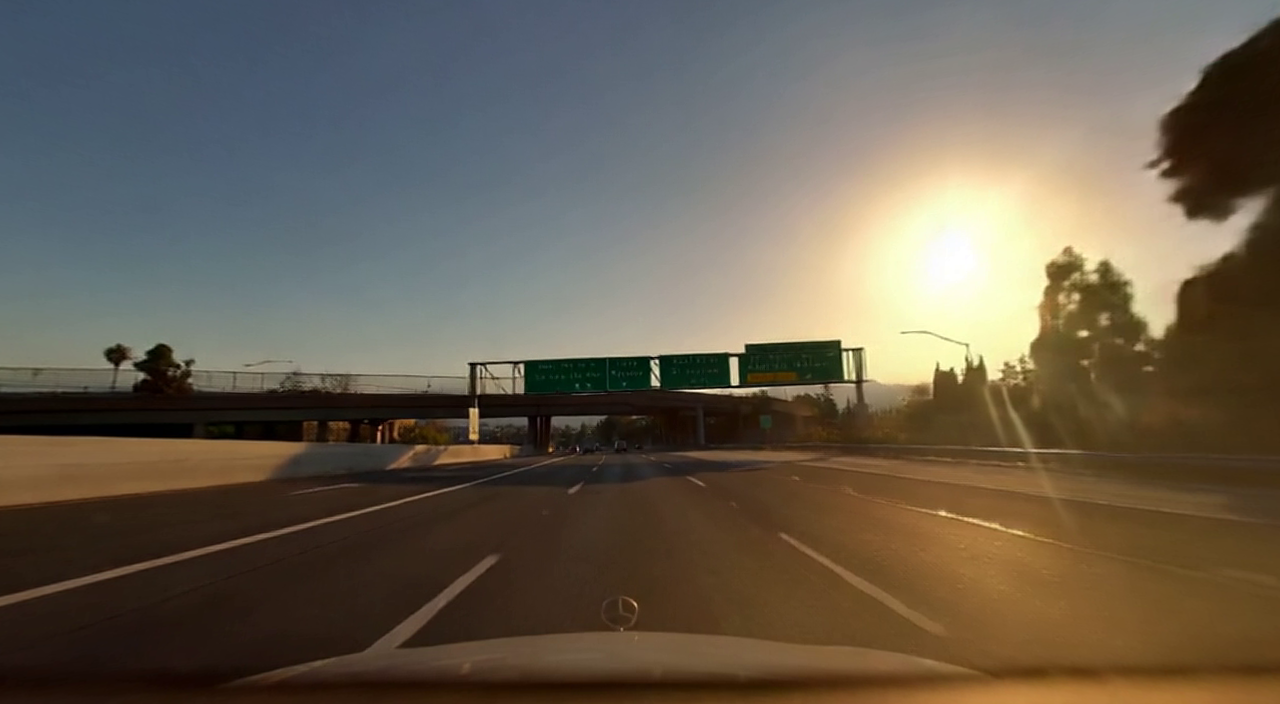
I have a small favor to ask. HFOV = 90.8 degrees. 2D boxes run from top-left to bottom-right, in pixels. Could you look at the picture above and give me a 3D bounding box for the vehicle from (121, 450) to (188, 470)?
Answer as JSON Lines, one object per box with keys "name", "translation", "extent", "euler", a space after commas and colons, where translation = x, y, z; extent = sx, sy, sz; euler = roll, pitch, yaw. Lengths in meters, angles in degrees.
{"name": "vehicle", "translation": [-37.970, 8.442, 49.584], "extent": [1.790, 1.451, 4.558], "euler": [0, -9, -2]}
